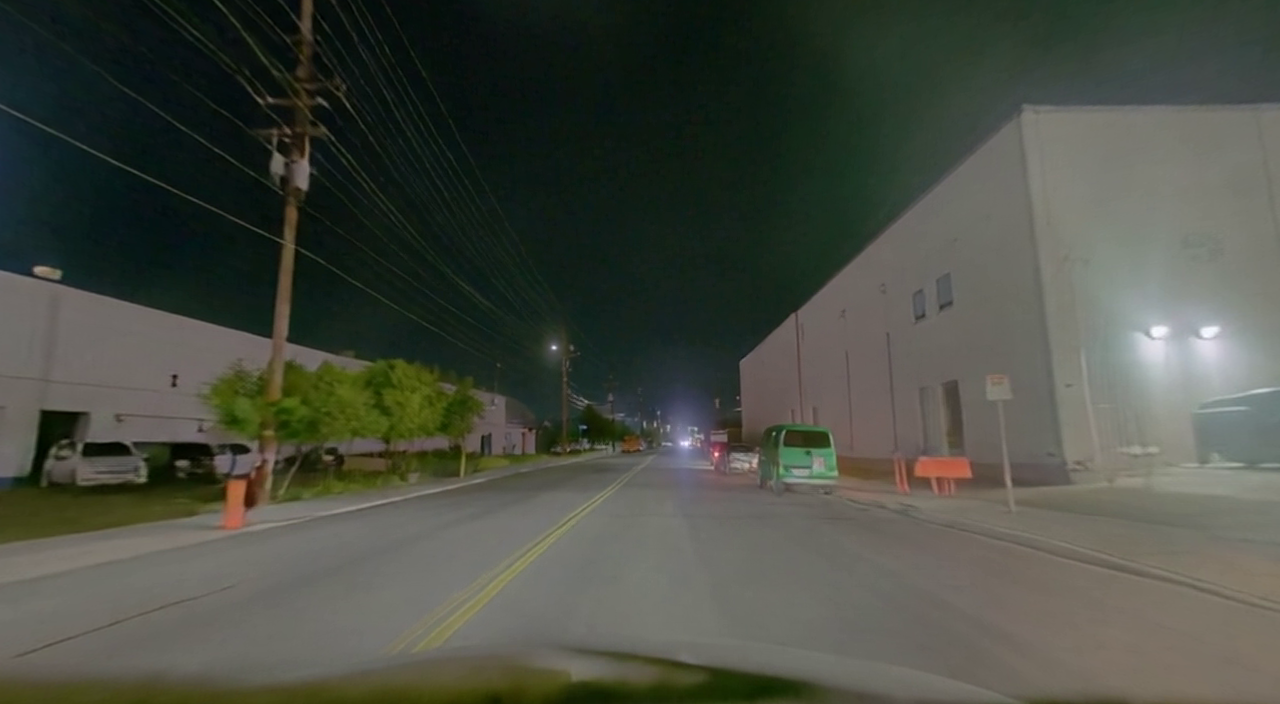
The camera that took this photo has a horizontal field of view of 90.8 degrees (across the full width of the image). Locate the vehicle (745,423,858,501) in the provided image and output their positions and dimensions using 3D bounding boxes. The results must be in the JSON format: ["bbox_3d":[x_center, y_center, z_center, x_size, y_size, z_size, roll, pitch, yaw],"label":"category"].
[{"bbox_3d":[4.584,3.217,18.862,2.010,1.985,5.124,0,-9,0],"label":"vehicle"}]

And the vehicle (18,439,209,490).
[{"bbox_3d":[-18.818,4.043,23.025,2.102,1.628,5.130,-2,-9,9],"label":"vehicle"}]
